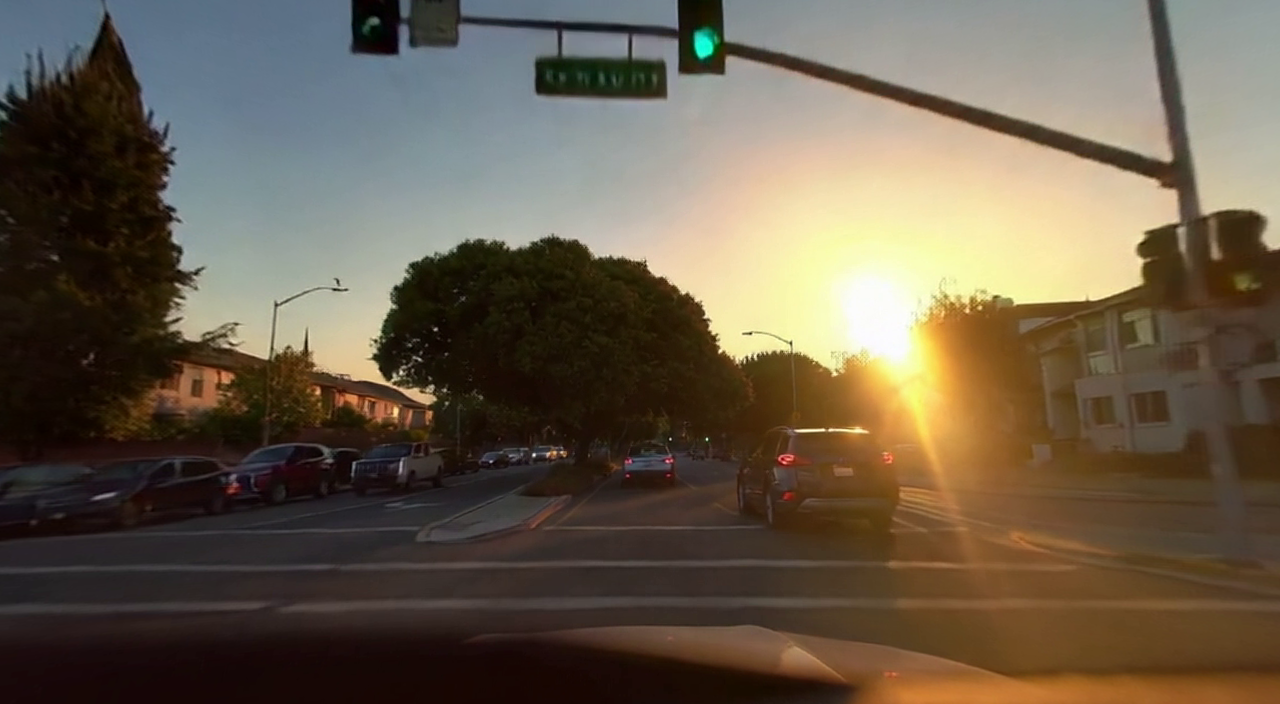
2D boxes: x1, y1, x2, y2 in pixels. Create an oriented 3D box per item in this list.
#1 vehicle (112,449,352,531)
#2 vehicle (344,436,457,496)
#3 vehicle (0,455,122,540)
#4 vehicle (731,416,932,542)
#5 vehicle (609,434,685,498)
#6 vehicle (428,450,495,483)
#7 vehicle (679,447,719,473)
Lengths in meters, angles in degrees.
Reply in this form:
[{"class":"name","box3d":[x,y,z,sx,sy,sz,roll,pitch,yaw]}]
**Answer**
[{"class":"vehicle","box3d":[-8.458,2.861,13.774,2.083,1.420,4.702,0,-8,0]},{"class":"vehicle","box3d":[-8.652,4.141,23.351,2.182,1.939,4.889,0,-8,1]},{"class":"vehicle","box3d":[-12.419,2.675,11.578,1.959,1.450,4.487,0,-8,0]},{"class":"vehicle","box3d":[3.109,2.166,11.398,2.166,1.799,4.372,0,-8,-1]},{"class":"vehicle","box3d":[0.200,3.644,20.577,2.185,1.822,4.391,0,-8,0]},{"class":"vehicle","box3d":[-8.651,5.565,30.960,1.923,1.433,4.450,0,-8,1]},{"class":"vehicle","box3d":[3.695,6.843,40.248,2.096,1.489,4.757,0,-8,0]}]
